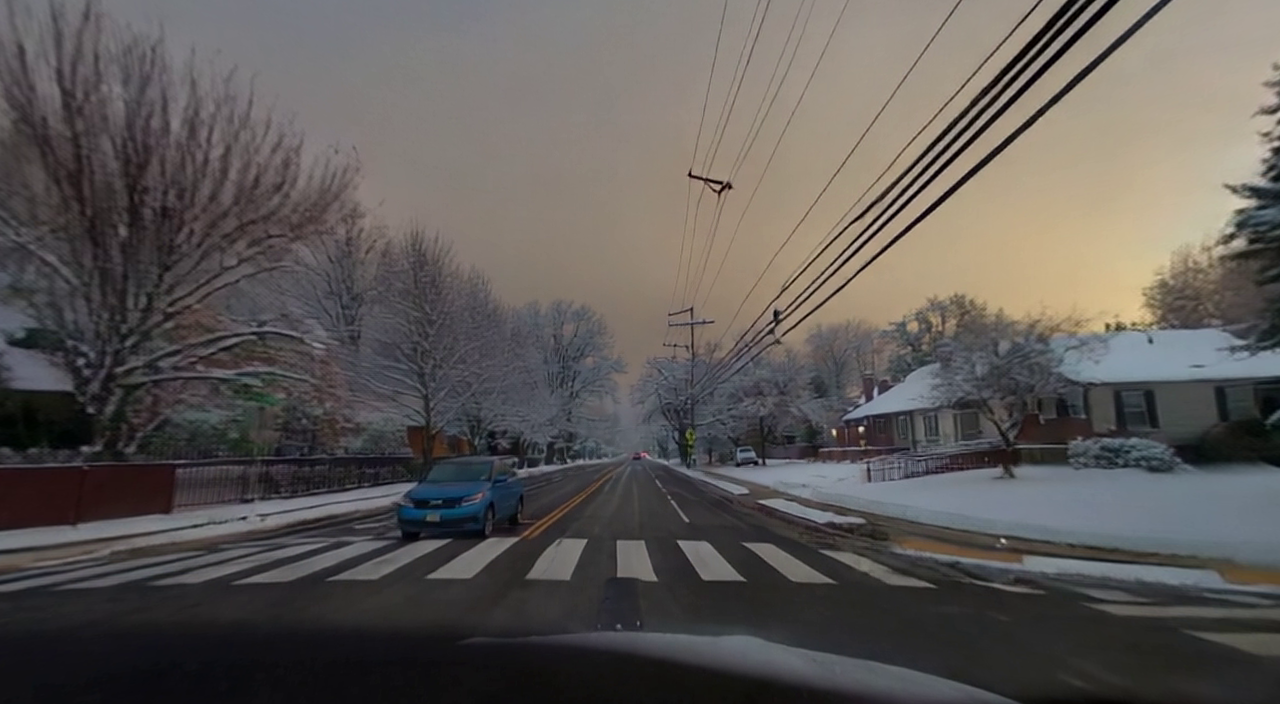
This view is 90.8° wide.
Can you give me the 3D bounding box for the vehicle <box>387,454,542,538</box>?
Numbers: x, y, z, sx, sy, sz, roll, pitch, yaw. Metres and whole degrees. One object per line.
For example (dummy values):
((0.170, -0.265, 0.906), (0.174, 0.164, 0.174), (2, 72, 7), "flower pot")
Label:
((-3.511, 2.954, 13.583), (2.102, 1.463, 4.024), (0, -9, 1), "vehicle")
